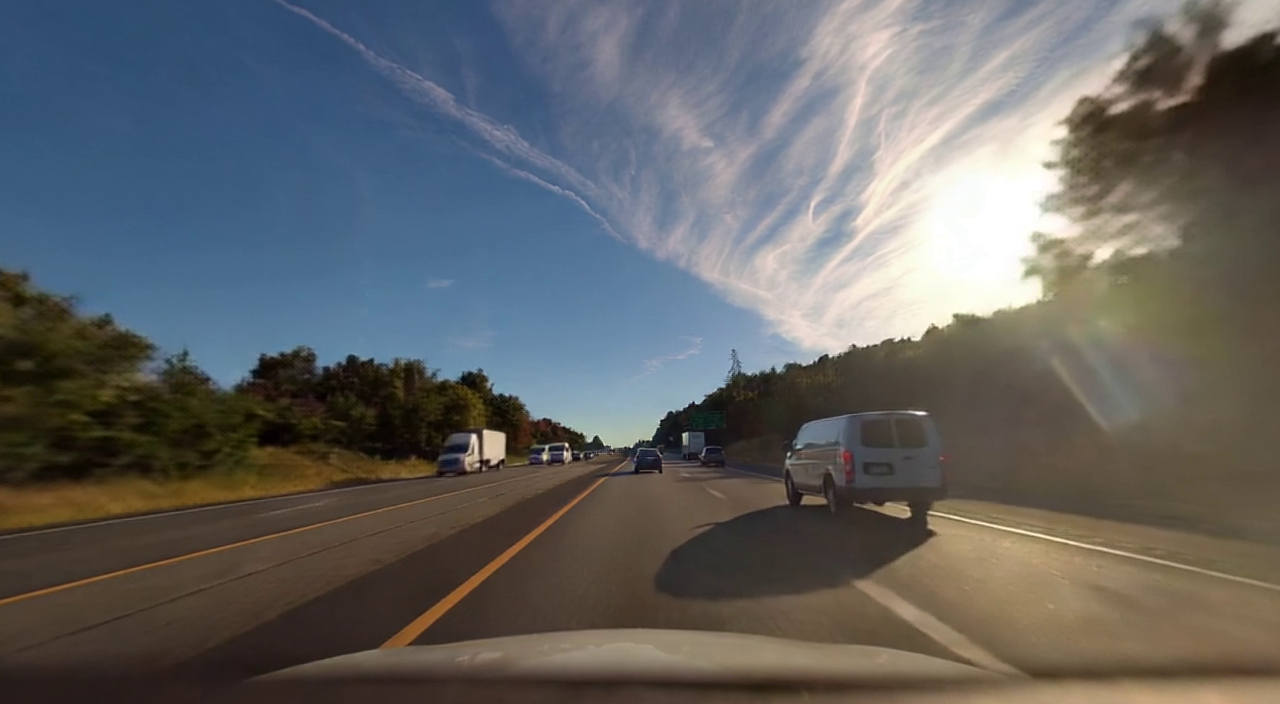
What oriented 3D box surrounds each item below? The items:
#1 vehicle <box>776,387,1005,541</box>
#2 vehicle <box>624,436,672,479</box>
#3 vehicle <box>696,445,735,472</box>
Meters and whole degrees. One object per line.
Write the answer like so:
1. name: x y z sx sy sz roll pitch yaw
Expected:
1. vehicle: 4.265 2.032 11.866 2.232 2.290 4.720 0 -9 -1
2. vehicle: 0.379 5.092 30.616 2.143 1.925 4.101 0 -9 0
3. vehicle: 4.597 6.546 38.994 1.868 1.566 3.509 0 -9 -2
